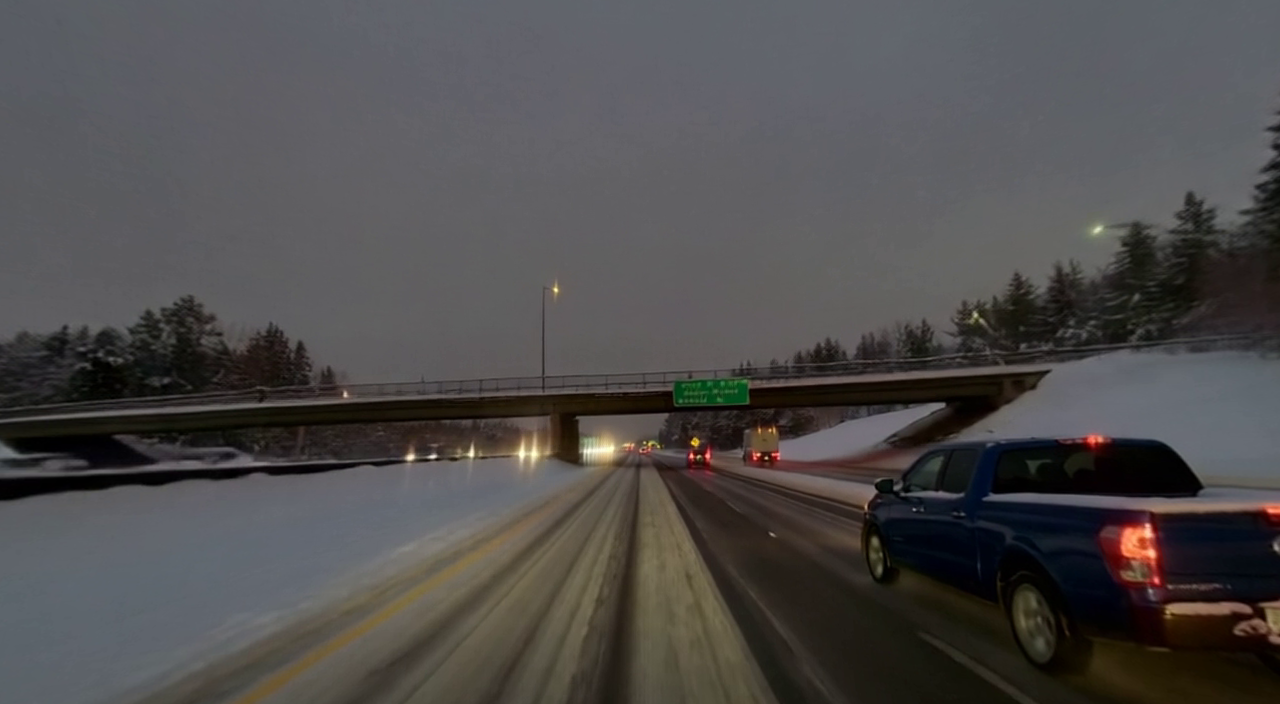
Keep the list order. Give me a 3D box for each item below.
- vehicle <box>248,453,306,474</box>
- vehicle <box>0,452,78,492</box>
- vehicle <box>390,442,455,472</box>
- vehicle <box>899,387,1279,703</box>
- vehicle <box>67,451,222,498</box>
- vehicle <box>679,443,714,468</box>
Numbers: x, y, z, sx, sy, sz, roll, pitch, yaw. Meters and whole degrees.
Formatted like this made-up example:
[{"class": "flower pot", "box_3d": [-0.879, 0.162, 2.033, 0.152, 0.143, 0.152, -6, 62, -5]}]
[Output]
[{"class": "vehicle", "box_3d": [-27.323, 8.375, 47.574, 1.851, 1.474, 4.367, 0, -8, -1]}, {"class": "vehicle", "box_3d": [-28.519, 5.395, 28.518, 1.887, 1.687, 4.586, 0, -8, 2]}, {"class": "vehicle", "box_3d": [-14.791, 7.170, 43.273, 2.231, 1.879, 5.996, 0, -8, 1]}, {"class": "vehicle", "box_3d": [3.379, 1.022, 3.165, 2.119, 1.524, 4.807, 0, -8, 0]}, {"class": "vehicle", "box_3d": [-18.349, 4.512, 23.737, 1.966, 1.497, 4.751, 0, -8, 0]}, {"class": "vehicle", "box_3d": [3.967, 7.324, 44.743, 2.014, 1.643, 4.039, 0, -8, -2]}]
